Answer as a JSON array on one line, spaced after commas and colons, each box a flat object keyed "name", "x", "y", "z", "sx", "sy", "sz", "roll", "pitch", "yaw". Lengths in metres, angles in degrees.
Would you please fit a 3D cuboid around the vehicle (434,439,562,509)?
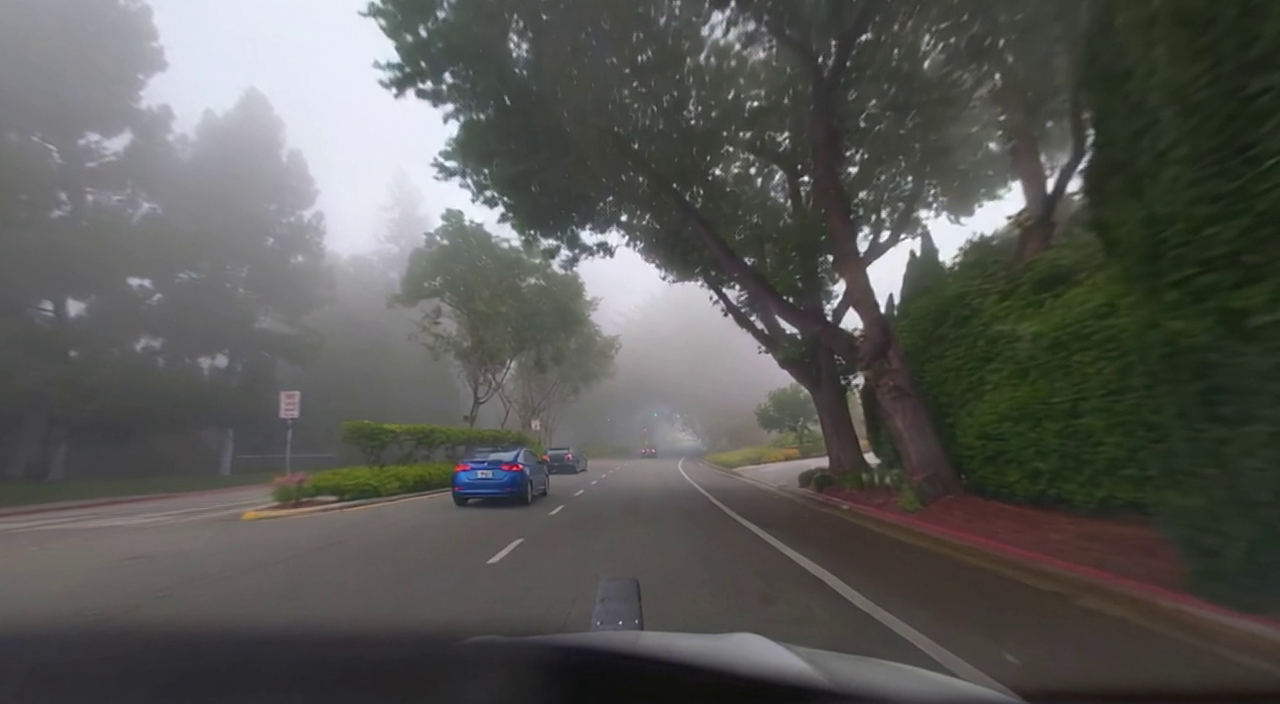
[{"name": "vehicle", "x": -3.322, "y": 2.959, "z": 15.864, "sx": 2.038, "sy": 1.486, "sz": 4.678, "roll": 0, "pitch": -9, "yaw": 1}]
